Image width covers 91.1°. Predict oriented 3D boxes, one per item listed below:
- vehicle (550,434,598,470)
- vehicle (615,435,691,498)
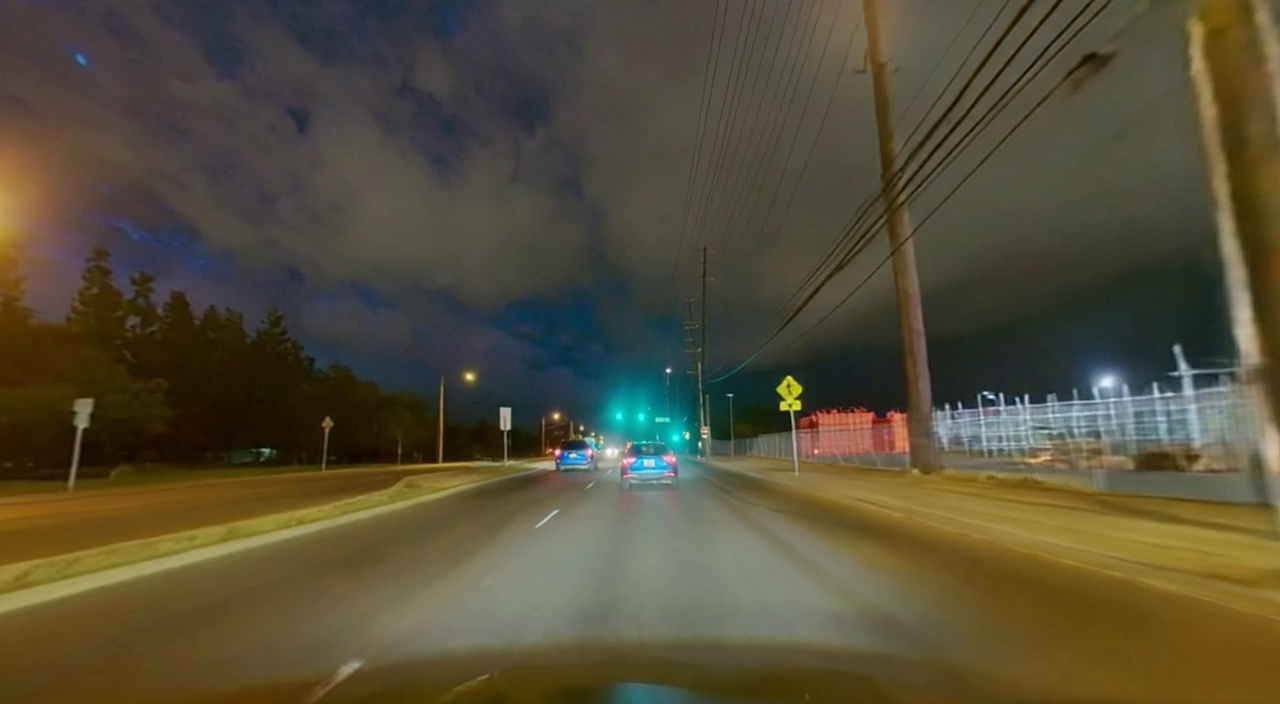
[{"bbox_3d":[-3.519,5.439,34.410,2.078,1.804,4.387,0,-8,1],"label":"vehicle"},{"bbox_3d":[0.340,3.430,19.164,2.059,1.691,3.980,0,-8,0],"label":"vehicle"}]
